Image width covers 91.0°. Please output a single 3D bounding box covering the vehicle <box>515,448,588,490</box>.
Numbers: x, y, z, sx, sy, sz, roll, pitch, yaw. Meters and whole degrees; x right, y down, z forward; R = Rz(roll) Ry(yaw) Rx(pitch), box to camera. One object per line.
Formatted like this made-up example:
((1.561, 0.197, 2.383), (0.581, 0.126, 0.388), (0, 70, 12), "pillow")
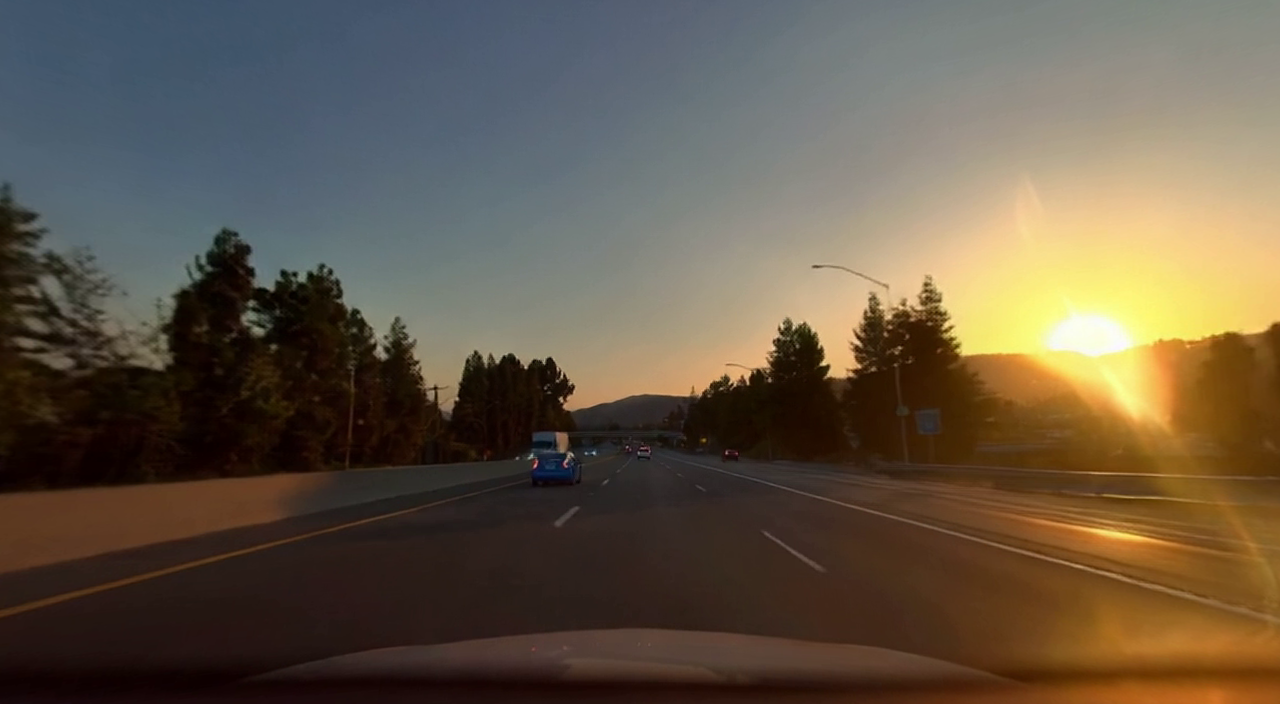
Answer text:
((-3.440, 4.640, 25.361), (2.162, 1.493, 4.583), (0, -9, 1), "vehicle")
